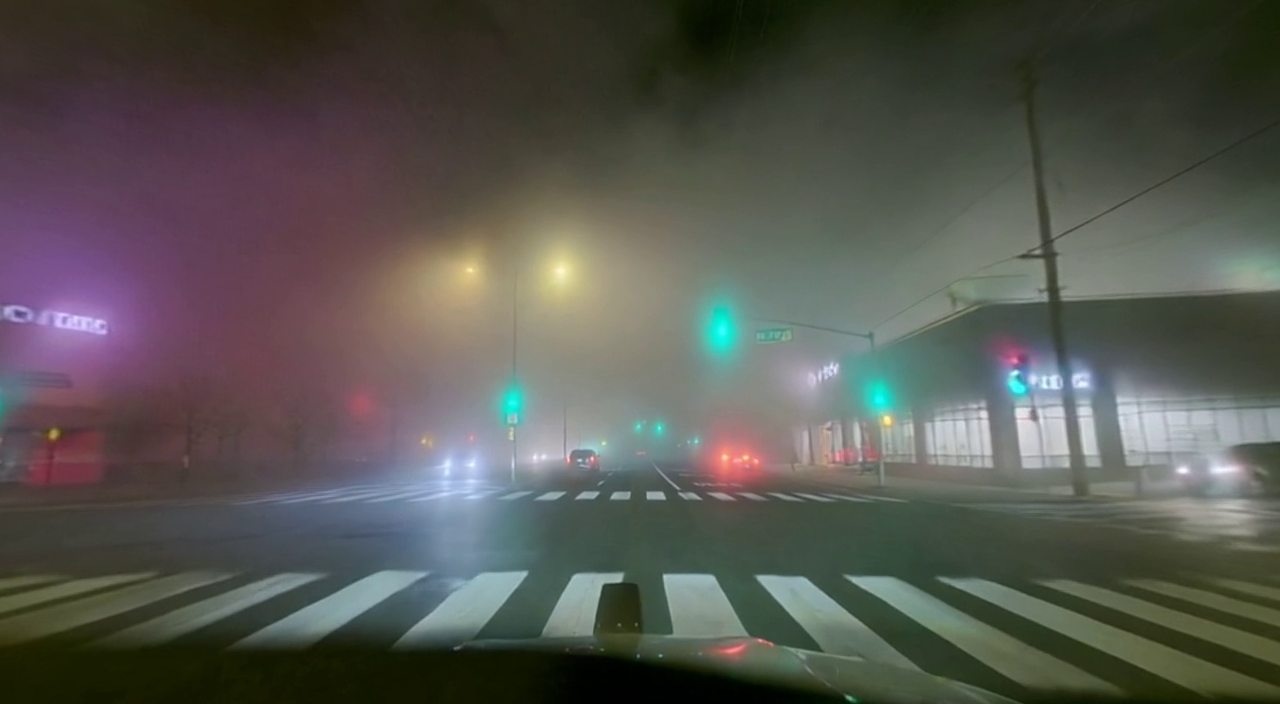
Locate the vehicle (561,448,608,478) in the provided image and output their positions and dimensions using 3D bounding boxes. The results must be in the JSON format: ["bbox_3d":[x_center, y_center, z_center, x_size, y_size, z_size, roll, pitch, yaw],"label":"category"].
[{"bbox_3d":[-2.893,5.868,33.685,2.078,1.471,4.217,0,-9,0],"label":"vehicle"}]

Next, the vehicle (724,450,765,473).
[{"bbox_3d":[7.209,7.557,43.781,1.968,1.493,4.878,0,-9,-1],"label":"vehicle"}]
